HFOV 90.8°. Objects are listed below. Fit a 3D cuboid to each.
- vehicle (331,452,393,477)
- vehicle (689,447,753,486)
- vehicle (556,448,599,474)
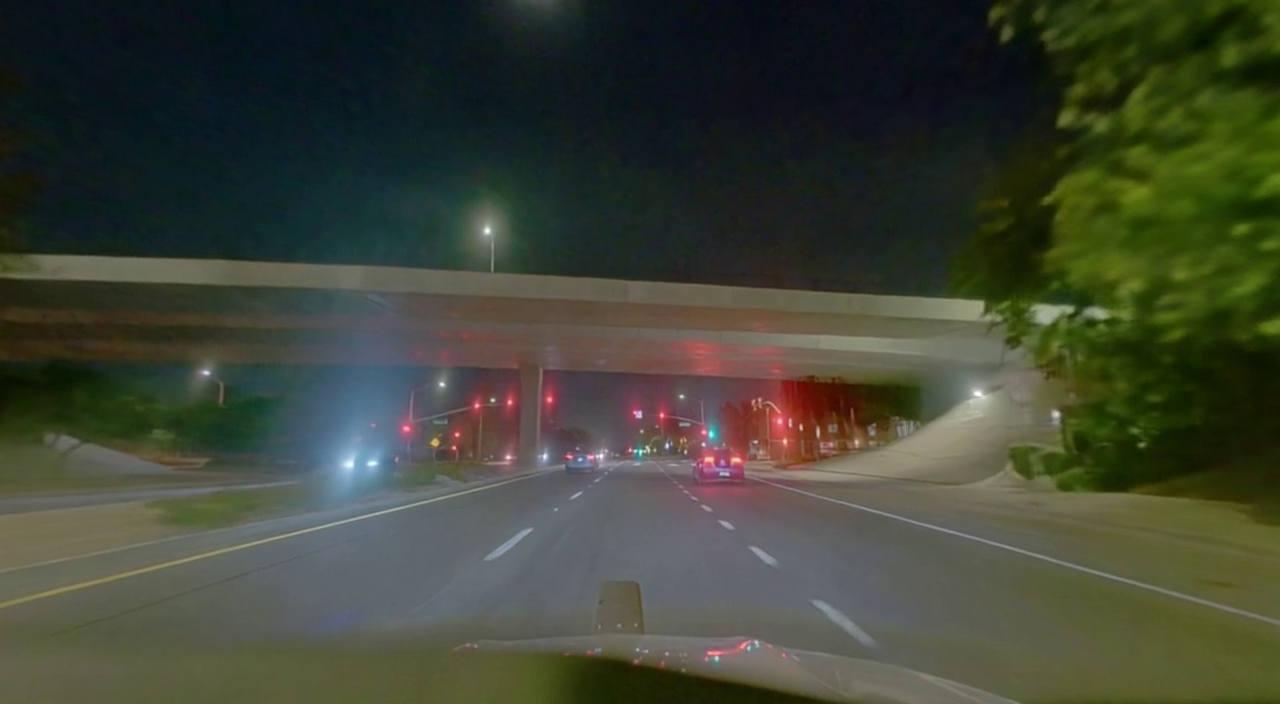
[{"bbox_3d":[-18.324,7.412,41.908,2.003,1.494,4.580,0,-8,1],"label":"vehicle"},{"bbox_3d":[3.316,4.777,26.664,2.068,1.497,4.247,0,-8,-1],"label":"vehicle"},{"bbox_3d":[-3.741,6.612,38.495,2.060,1.484,4.417,0,-8,1],"label":"vehicle"}]
